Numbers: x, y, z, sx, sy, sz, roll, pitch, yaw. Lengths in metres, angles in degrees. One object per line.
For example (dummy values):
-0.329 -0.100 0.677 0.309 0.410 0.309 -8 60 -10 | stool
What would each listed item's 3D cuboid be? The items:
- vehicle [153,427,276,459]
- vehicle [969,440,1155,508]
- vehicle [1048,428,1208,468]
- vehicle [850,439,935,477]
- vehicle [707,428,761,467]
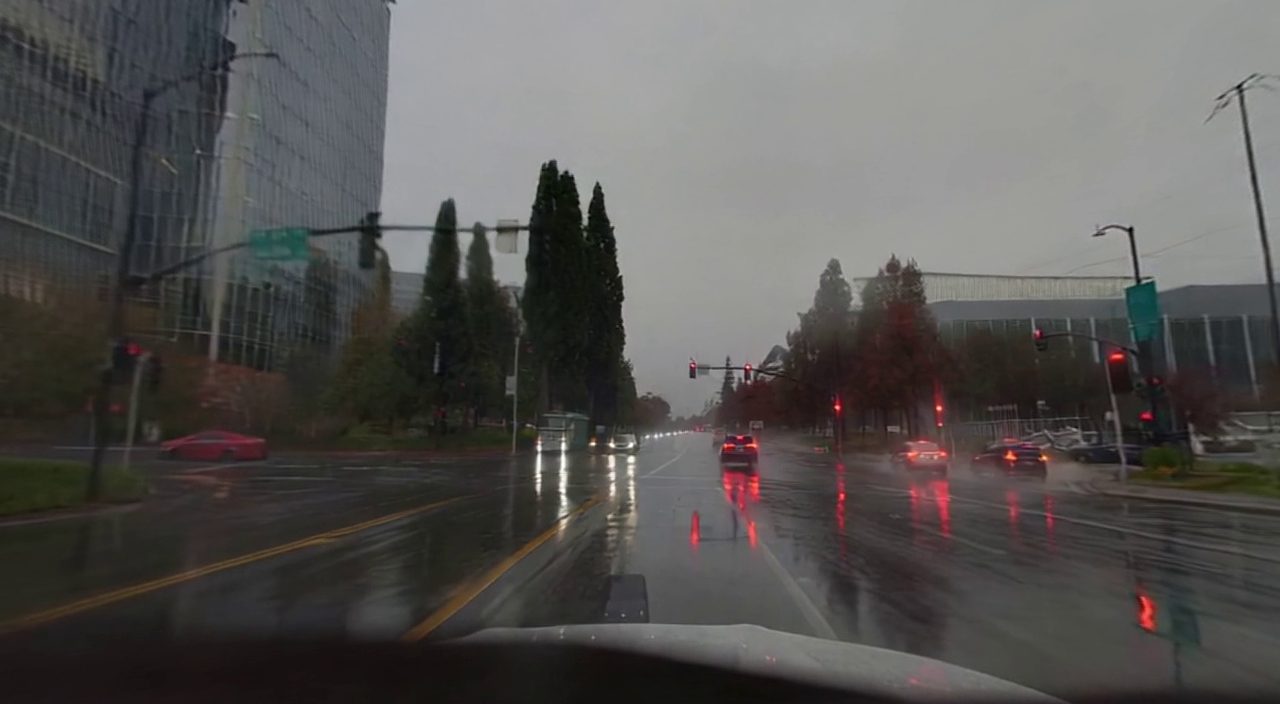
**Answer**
-21.617 4.631 32.027 4.856 1.528 2.053 -1 -8 3 | vehicle
10.452 3.019 16.043 1.896 1.463 4.296 0 -8 3 | vehicle
25.436 5.051 32.946 6.170 1.978 2.399 0 -10 2 | vehicle
10.554 4.457 26.642 1.860 1.460 4.379 0 -8 1 | vehicle
4.621 4.817 31.640 2.203 1.801 4.331 0 -9 2 | vehicle
